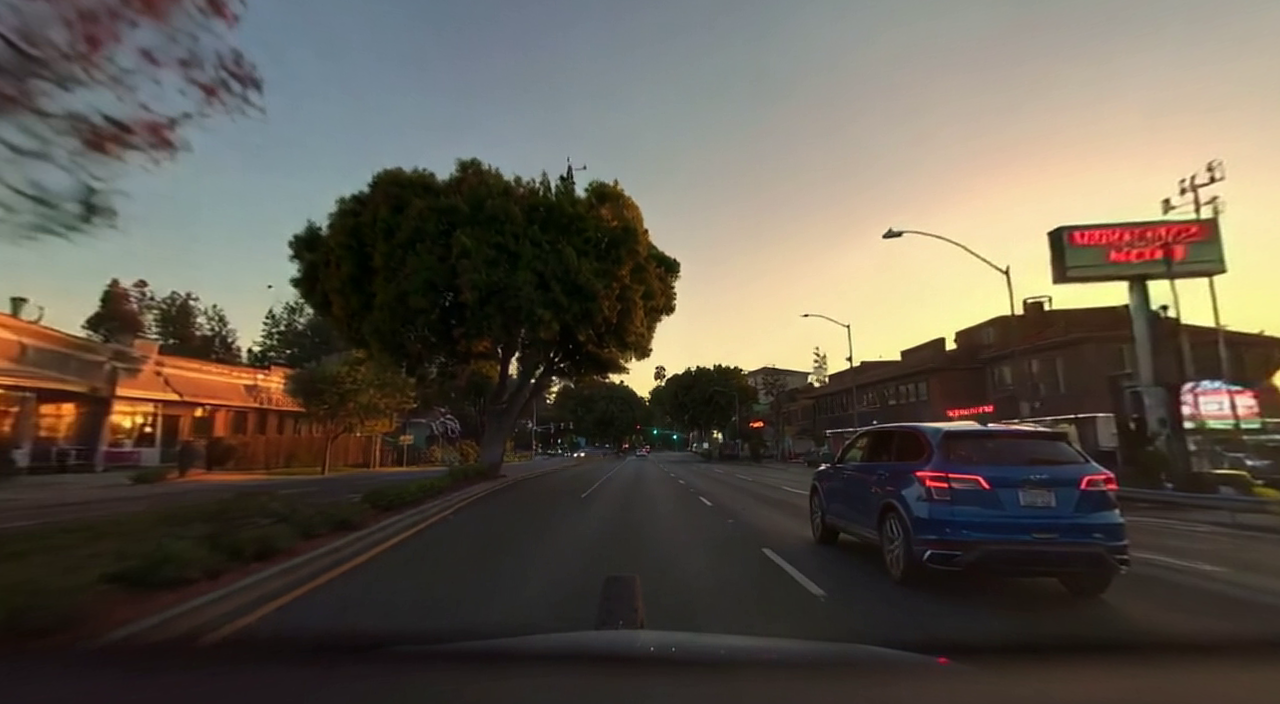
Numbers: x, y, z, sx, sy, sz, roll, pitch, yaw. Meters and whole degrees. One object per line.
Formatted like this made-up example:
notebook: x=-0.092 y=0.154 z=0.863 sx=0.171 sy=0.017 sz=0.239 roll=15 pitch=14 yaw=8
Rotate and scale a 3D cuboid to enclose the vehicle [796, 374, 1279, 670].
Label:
vehicle: x=3.197 y=1.371 z=6.209 sx=2.130 sy=1.790 sz=4.615 roll=0 pitch=-9 yaw=0
